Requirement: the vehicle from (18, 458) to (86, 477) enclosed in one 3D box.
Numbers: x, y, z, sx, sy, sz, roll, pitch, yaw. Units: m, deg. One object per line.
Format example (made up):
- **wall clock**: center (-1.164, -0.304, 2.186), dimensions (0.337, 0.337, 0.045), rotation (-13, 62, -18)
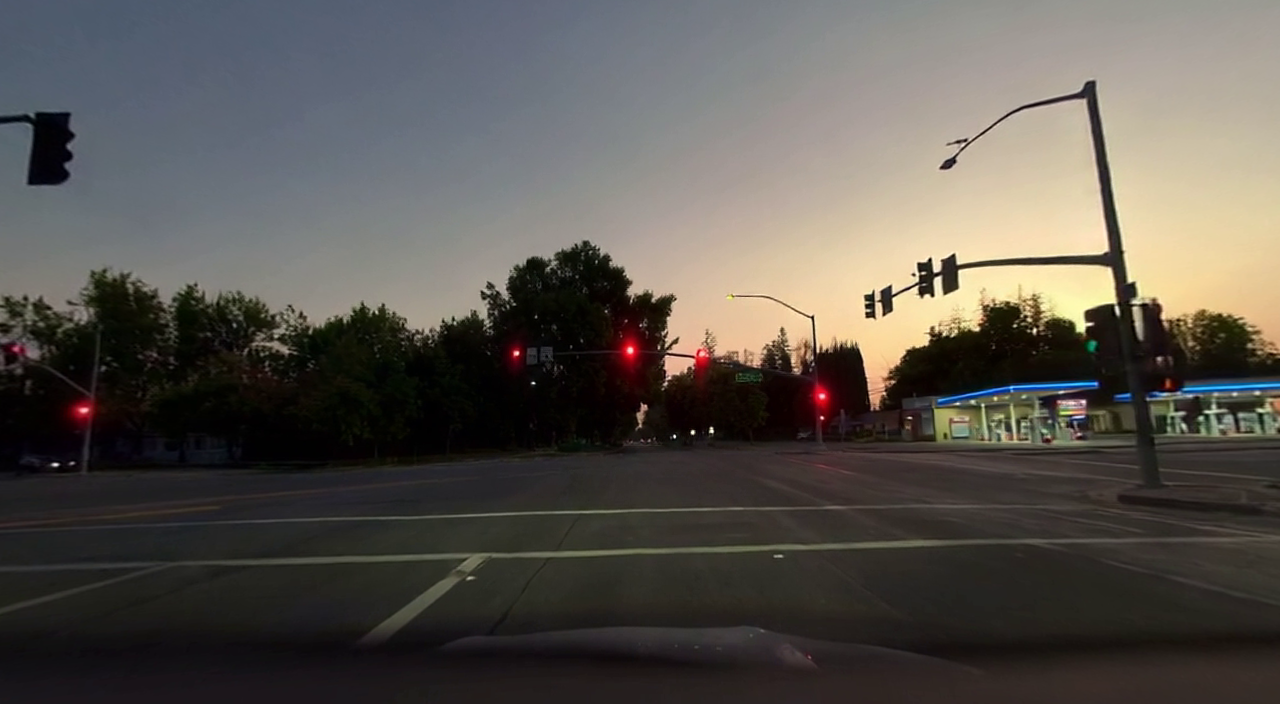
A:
- **vehicle**: center (-46.224, 9.052, 49.707), dimensions (1.594, 1.368, 3.616), rotation (-7, -11, 37)
